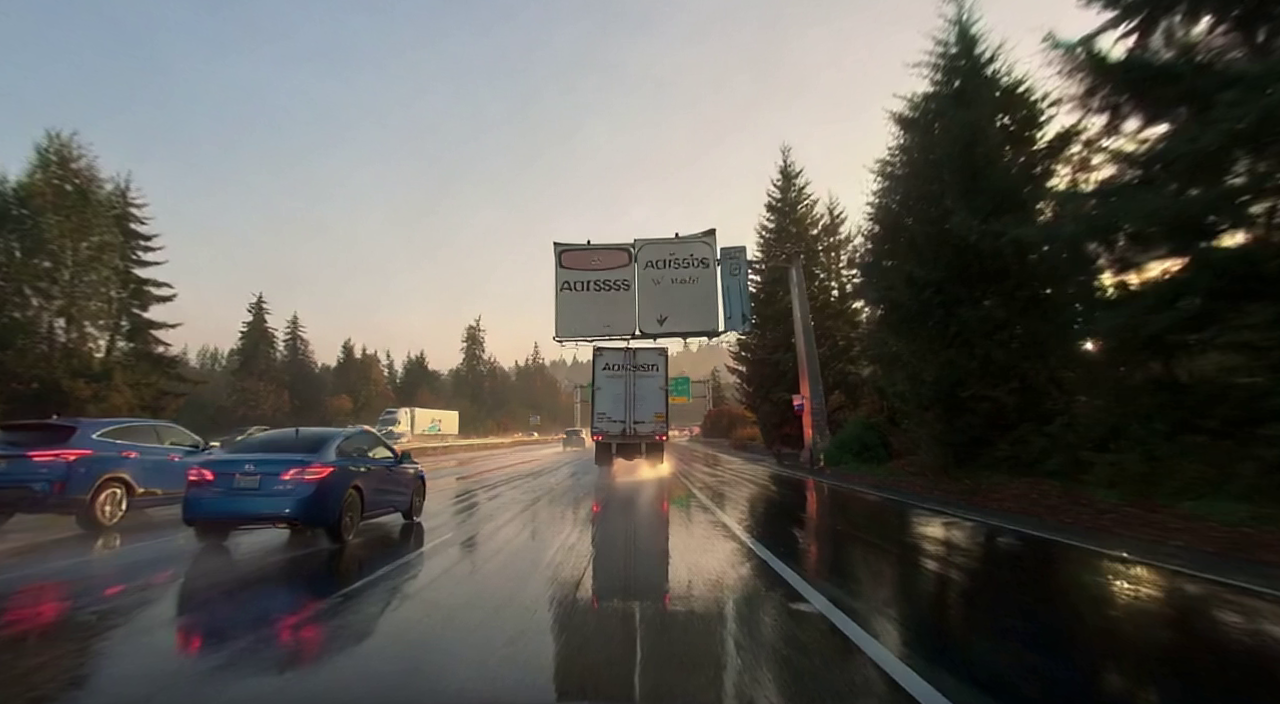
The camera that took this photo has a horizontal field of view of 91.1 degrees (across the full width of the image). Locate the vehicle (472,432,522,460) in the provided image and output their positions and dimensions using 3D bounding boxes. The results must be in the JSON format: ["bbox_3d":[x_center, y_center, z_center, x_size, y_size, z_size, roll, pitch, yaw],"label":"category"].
[{"bbox_3d":[-8.398,5.568,37.393,1.976,1.510,4.604,0,-8,-1],"label":"vehicle"}]

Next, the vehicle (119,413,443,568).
[{"bbox_3d":[-4.103,1.609,8.095,1.933,1.492,3.838,0,-8,-1],"label":"vehicle"}]

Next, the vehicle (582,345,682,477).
[{"bbox_3d":[-0.329,2.532,25.036,3.118,4.106,10.719,0,-8,-1],"label":"vehicle"}]

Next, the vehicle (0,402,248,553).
[{"bbox_3d":[-7.936,1.667,9.035,1.990,1.654,4.129,0,-8,-1],"label":"vehicle"}]

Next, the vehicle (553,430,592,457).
[{"bbox_3d":[-4.334,5.951,40.988,2.104,1.653,4.302,0,-8,0],"label":"vehicle"}]
